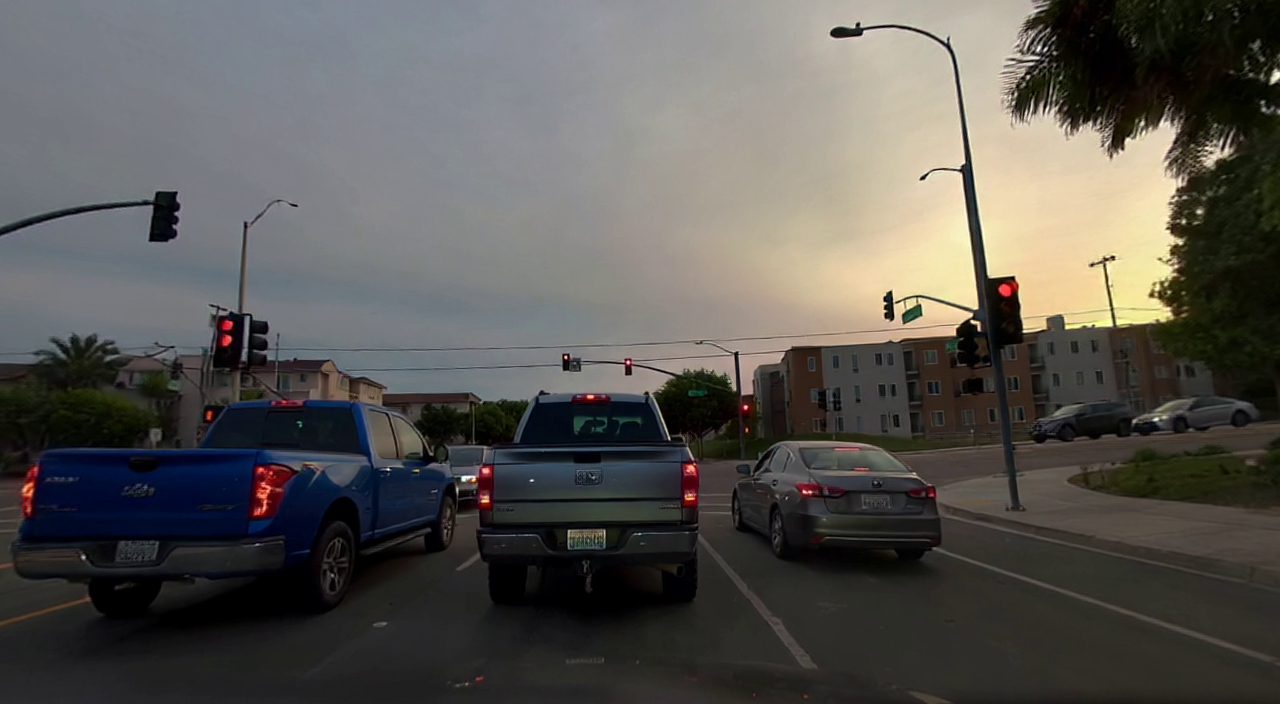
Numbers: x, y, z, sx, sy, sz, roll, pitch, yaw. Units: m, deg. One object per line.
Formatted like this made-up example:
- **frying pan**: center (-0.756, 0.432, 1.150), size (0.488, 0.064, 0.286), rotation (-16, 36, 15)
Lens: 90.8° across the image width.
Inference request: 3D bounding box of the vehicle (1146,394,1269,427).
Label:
- **vehicle**: center (29.275, 3.049, 32.685), size (4.540, 1.543, 1.803), rotation (0, -9, 1)

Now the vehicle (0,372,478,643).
- **vehicle**: center (-3.464, 1.431, 6.944), size (2.146, 1.828, 5.148), rotation (0, -9, -2)

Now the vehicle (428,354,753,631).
- **vehicle**: center (-0.376, 1.312, 6.767), size (2.282, 1.964, 4.421), rotation (0, -9, -1)

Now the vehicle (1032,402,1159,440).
- **vehicle**: center (23.299, 3.592, 32.488), size (4.721, 1.866, 2.188), rotation (0, -9, 2)

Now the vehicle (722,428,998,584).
- **vehicle**: center (2.405, 1.815, 8.317), size (2.016, 1.481, 4.336), rotation (0, -9, -1)
